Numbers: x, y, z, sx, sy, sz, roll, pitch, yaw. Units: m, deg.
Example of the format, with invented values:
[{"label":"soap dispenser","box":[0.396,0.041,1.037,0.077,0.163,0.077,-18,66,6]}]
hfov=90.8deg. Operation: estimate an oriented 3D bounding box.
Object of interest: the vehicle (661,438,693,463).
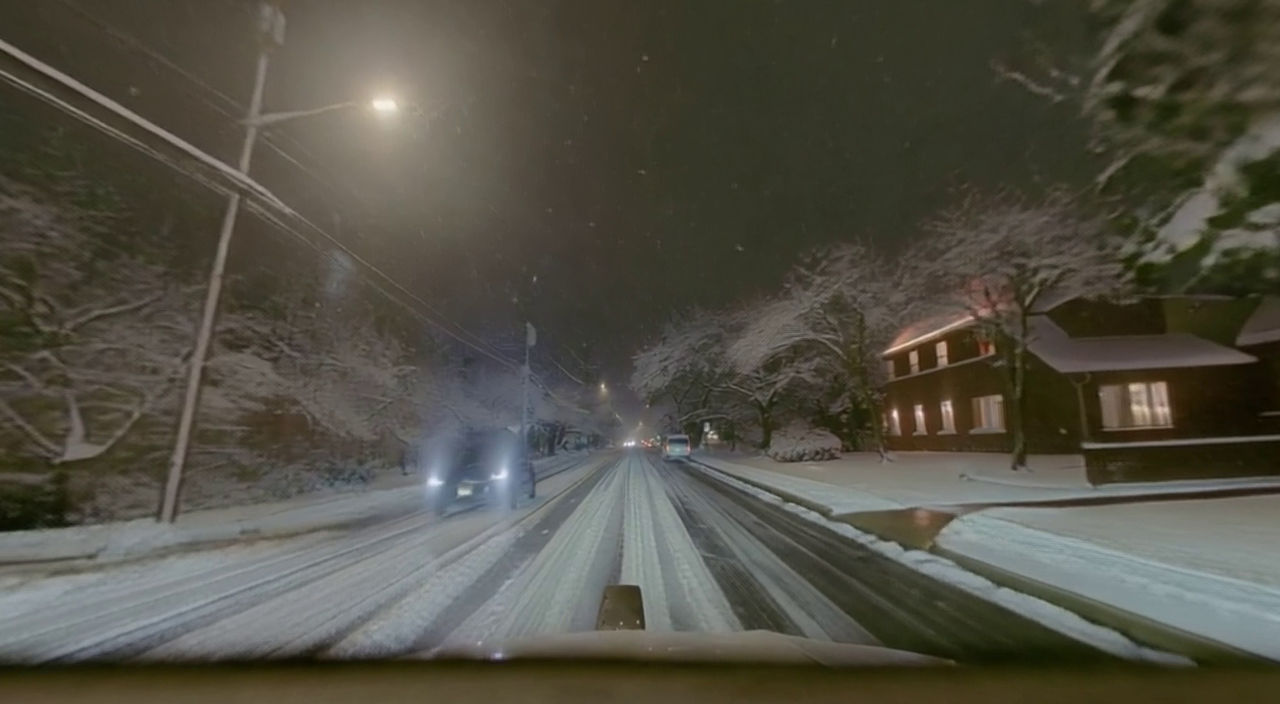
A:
[{"label":"vehicle","box":[2.750,7.412,47.584,2.086,1.726,4.384,0,-9,-1]}]

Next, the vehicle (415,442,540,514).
[{"label":"vehicle","box":[-3.737,2.956,15.351,1.959,1.473,4.115,0,-9,0]}]
